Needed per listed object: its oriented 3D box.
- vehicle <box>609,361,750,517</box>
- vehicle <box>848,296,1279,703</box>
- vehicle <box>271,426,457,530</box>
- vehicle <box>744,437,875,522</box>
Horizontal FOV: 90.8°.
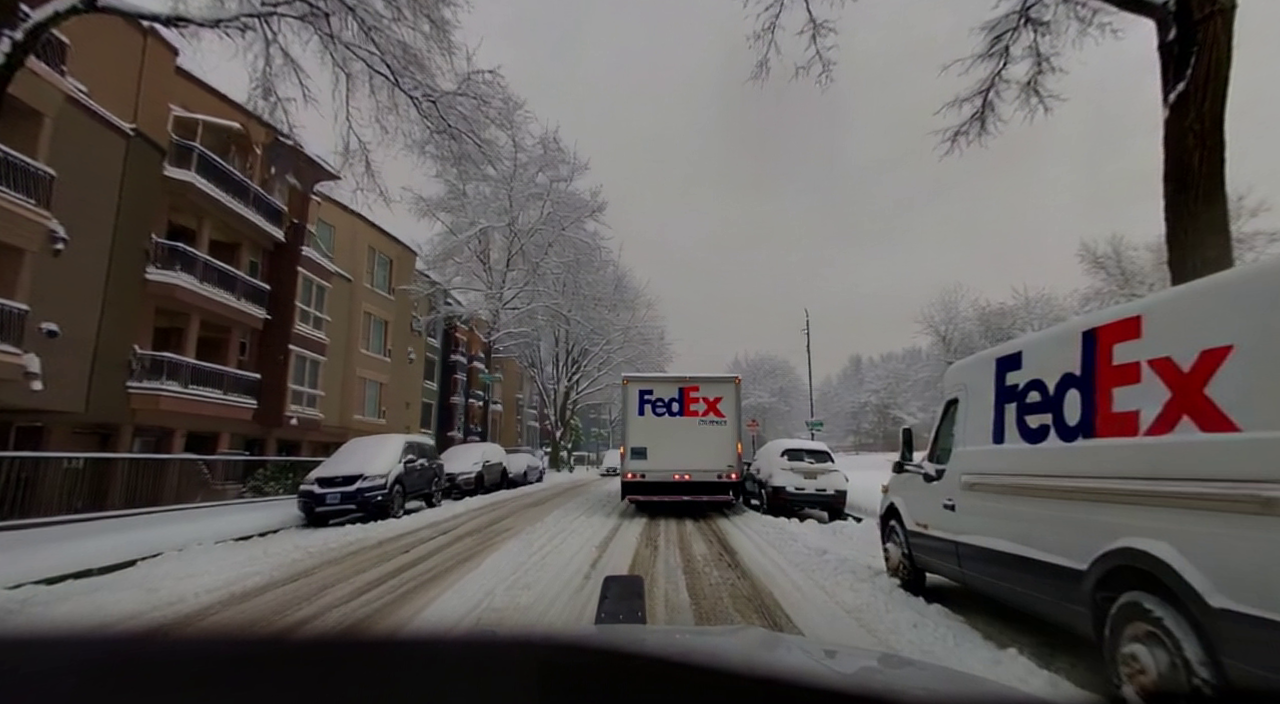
[{"bbox_3d":[0.784,2.396,17.361,2.930,3.275,8.180,0,-8,-1],"label":"vehicle"},{"bbox_3d":[3.569,1.127,4.668,2.221,1.991,5.564,0,-8,1],"label":"vehicle"},{"bbox_3d":[-5.714,2.645,13.919,2.020,1.867,4.654,0,-8,-1],"label":"vehicle"},{"bbox_3d":[3.587,2.740,14.132,1.868,1.623,3.815,0,-8,0],"label":"vehicle"}]
